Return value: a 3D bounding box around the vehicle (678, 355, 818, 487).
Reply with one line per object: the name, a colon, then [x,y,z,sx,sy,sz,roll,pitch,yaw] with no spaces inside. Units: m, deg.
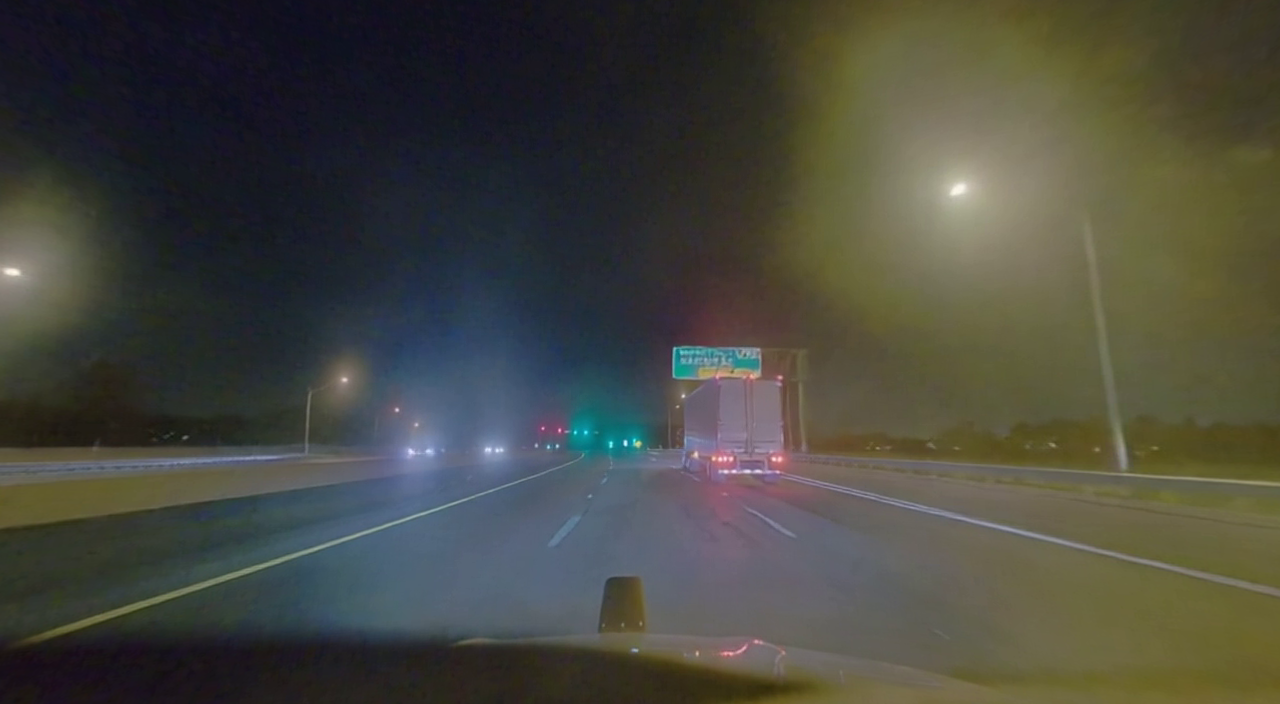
vehicle: [3.970,3.501,29.236,2.932,4.205,18.253,0,-8,-1]
